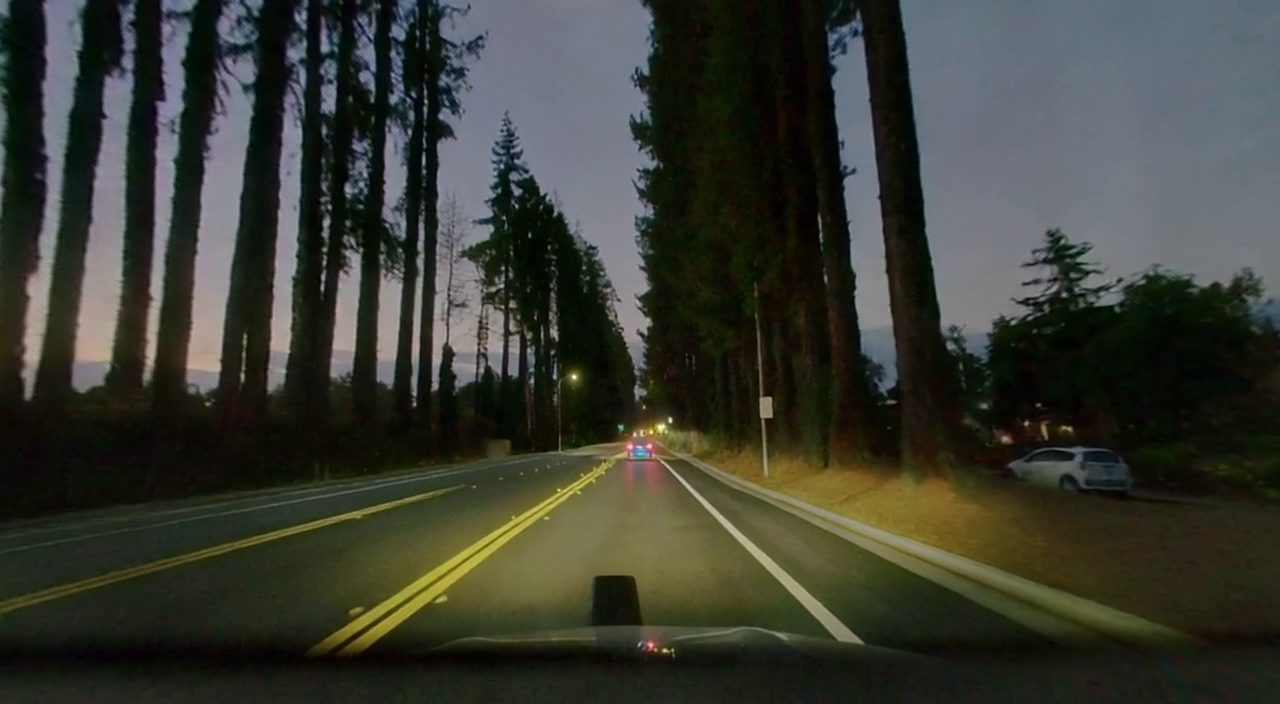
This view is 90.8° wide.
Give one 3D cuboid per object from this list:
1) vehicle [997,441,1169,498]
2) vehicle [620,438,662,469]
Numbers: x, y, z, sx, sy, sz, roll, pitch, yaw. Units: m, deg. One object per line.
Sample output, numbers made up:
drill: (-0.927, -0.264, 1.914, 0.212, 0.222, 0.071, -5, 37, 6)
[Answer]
vehicle: (13.236, 3.516, 19.289, 1.766, 1.463, 4.445, 3, -9, -5)
vehicle: (-0.007, 5.263, 32.906, 2.067, 1.486, 3.861, 0, -9, -1)
